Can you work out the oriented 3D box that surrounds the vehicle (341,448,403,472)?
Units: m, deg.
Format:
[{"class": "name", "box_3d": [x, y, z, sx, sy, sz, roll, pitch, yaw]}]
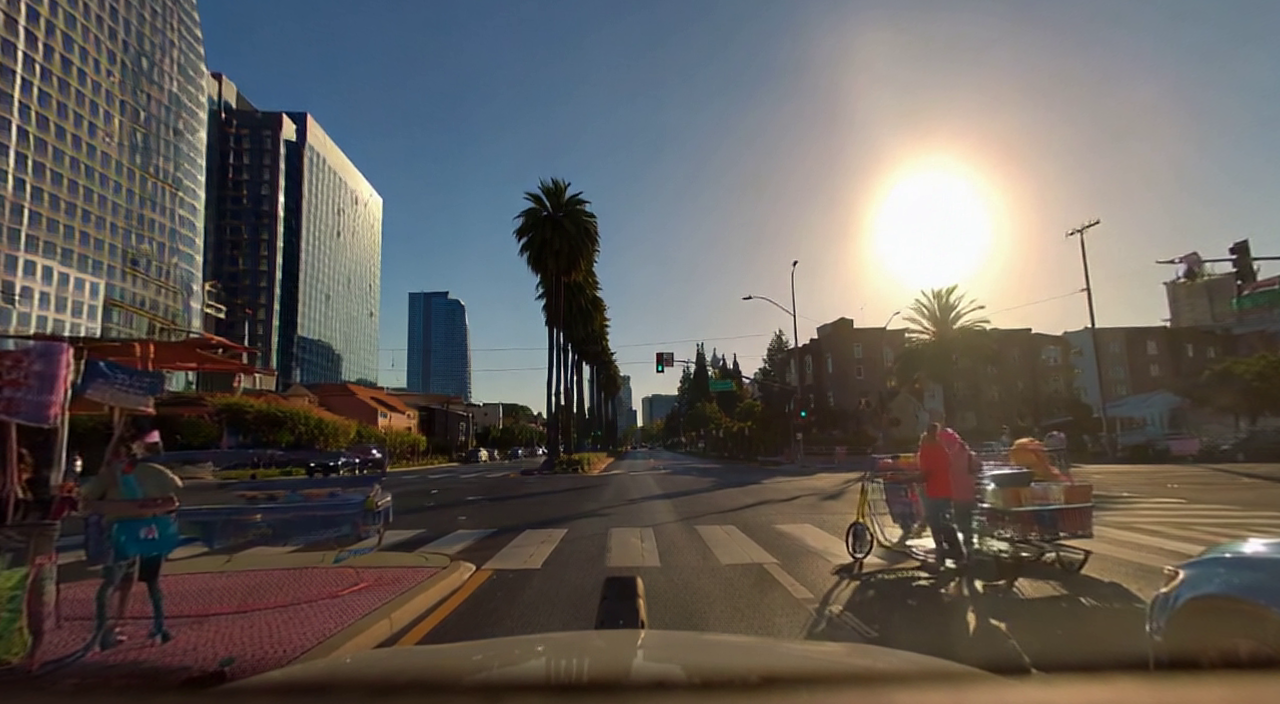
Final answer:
[{"class": "vehicle", "box_3d": [-19.714, 7.960, 46.763, 2.357, 1.678, 5.014, 0, -9, 0]}]

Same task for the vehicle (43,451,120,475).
[{"class": "vehicle", "box_3d": [-41.623, 8.265, 47.220, 1.804, 1.598, 4.362, 0, -8, -2]}]

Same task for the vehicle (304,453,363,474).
[{"class": "vehicle", "box_3d": [-23.691, 8.587, 49.044, 1.955, 1.480, 5.163, 0, -9, 1]}]

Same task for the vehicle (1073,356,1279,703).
[{"class": "vehicle", "box_3d": [3.296, 0.666, 1.112, 2.060, 1.631, 4.169, 0, -9, 0]}]
